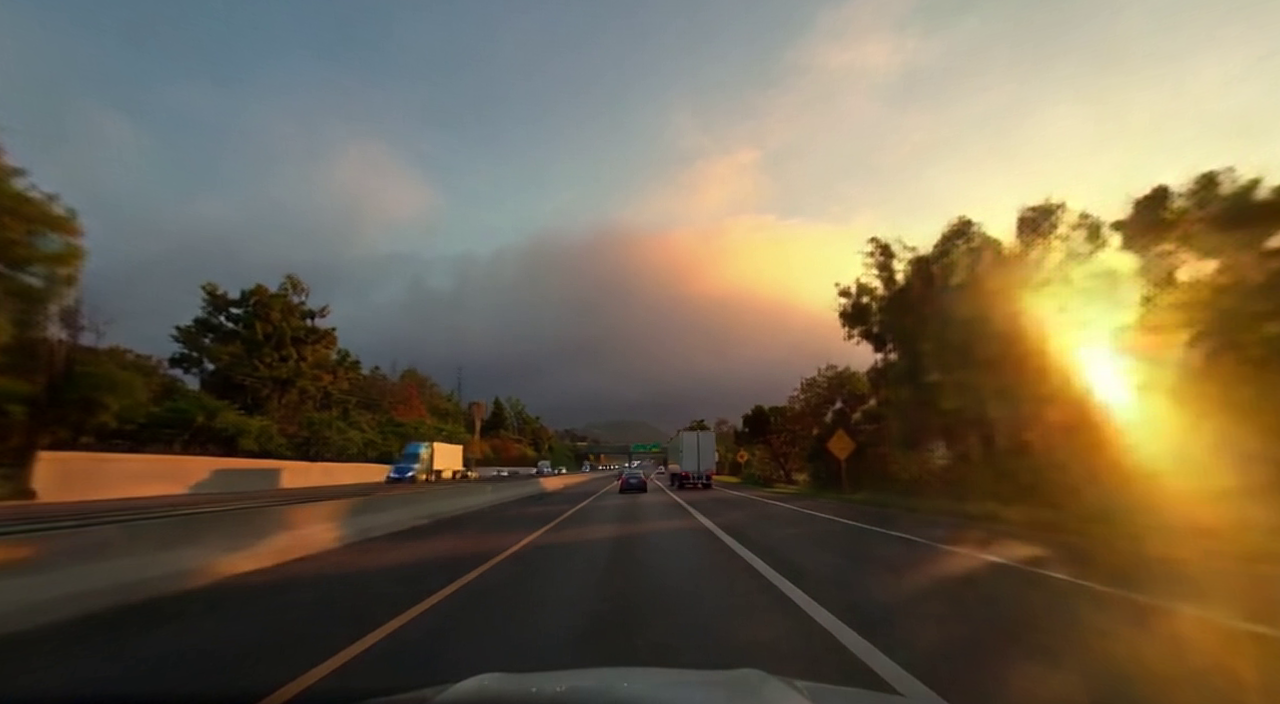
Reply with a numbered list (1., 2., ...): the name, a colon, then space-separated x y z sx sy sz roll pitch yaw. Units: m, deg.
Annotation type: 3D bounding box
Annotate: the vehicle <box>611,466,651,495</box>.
1. vehicle: -0.517 6.967 34.347 2.010 1.436 3.973 1 -10 -1
